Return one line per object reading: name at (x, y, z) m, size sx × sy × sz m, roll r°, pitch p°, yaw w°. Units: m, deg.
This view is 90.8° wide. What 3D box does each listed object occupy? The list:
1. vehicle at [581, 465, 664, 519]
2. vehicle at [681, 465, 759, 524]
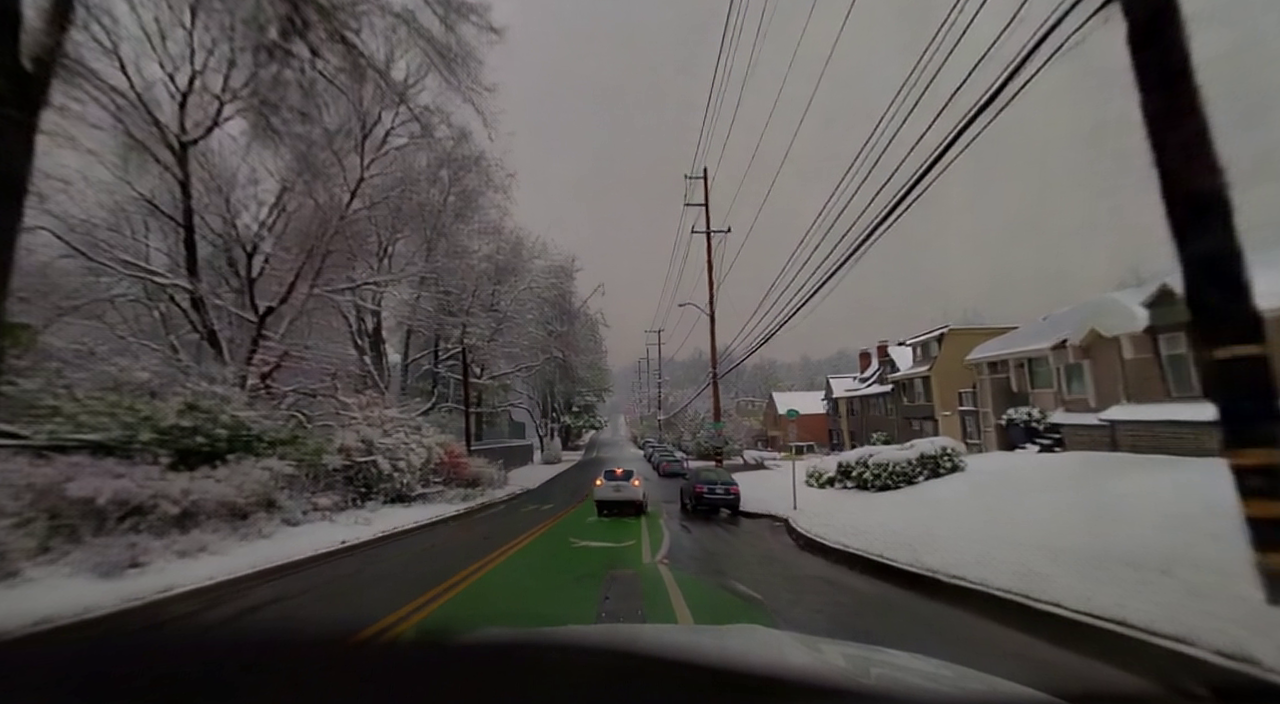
vehicle at (-0.448, 4.631, 21.348) m, size 2.235 × 1.500 × 4.496 m, roll -1°, pitch -9°, yaw 6°
vehicle at (2.595, 4.782, 21.667) m, size 1.909 × 1.694 × 4.472 m, roll 0°, pitch -9°, yaw -2°
